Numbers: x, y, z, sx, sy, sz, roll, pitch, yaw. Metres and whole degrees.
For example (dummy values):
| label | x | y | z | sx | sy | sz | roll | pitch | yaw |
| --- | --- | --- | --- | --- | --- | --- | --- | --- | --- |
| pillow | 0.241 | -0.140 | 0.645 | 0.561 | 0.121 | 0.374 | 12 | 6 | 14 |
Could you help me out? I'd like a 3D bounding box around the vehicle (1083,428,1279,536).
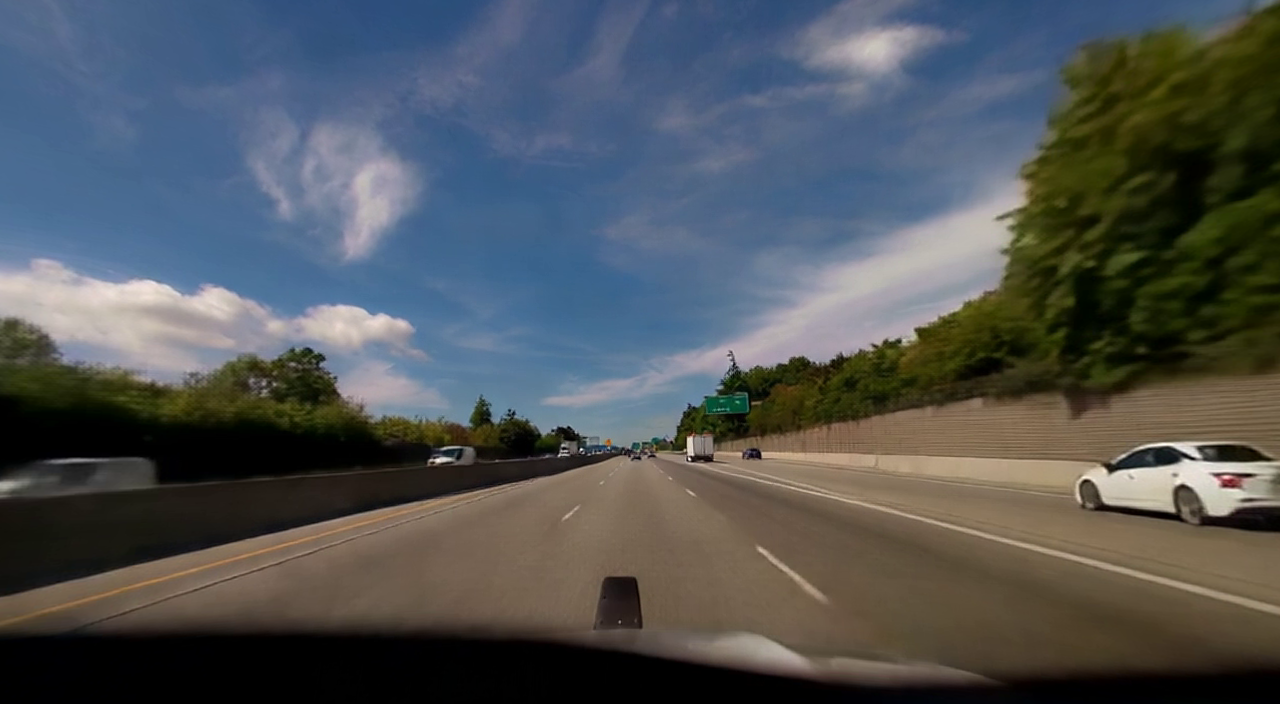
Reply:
| label | x | y | z | sx | sy | sz | roll | pitch | yaw |
| --- | --- | --- | --- | --- | --- | --- | --- | --- | --- |
| vehicle | 10.740 | 2.249 | 11.348 | 1.950 | 1.632 | 4.845 | 0 | -9 | 1 |
